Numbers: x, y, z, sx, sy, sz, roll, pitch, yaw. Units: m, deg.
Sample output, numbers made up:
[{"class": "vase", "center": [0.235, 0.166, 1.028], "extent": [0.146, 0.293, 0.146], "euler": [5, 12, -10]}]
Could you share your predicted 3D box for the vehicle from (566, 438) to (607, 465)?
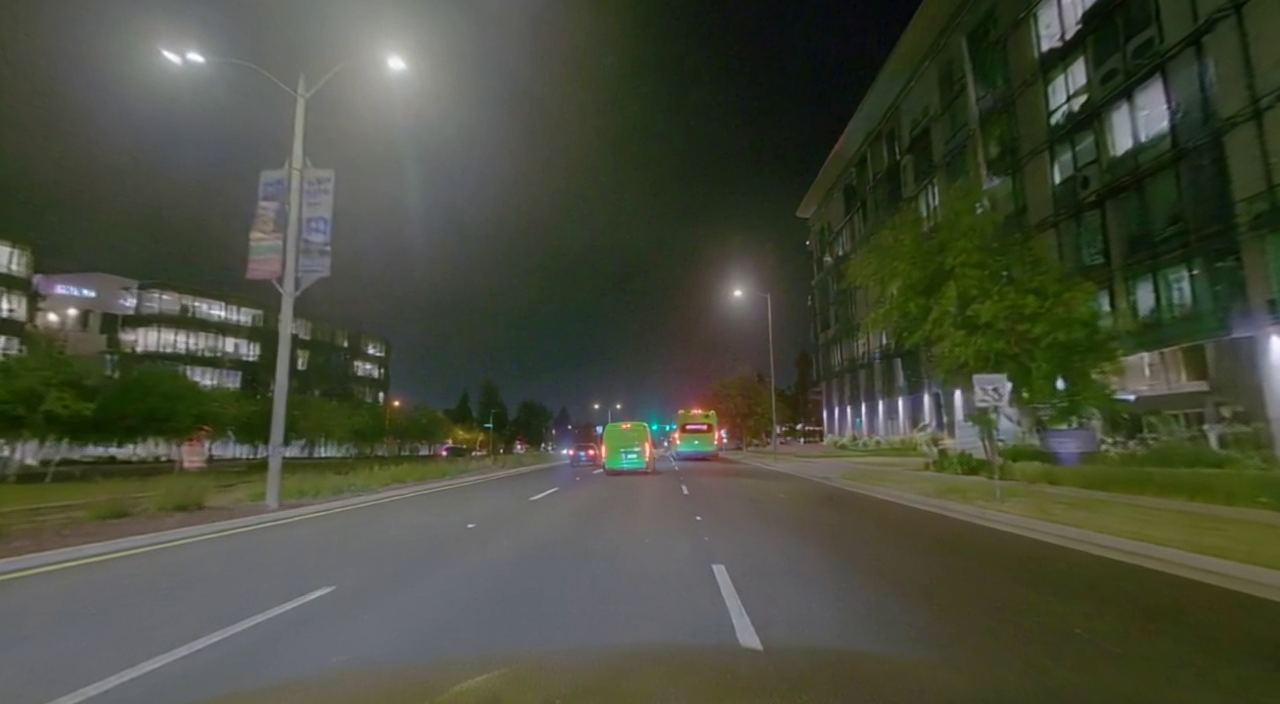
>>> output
[{"class": "vehicle", "center": [-3.389, 6.451, 41.029], "extent": [2.109, 1.672, 4.256], "euler": [-1, -8, 3]}]

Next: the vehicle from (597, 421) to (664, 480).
[{"class": "vehicle", "center": [-0.259, 3.978, 25.708], "extent": [2.336, 2.122, 5.207], "euler": [-1, -8, 3]}]
